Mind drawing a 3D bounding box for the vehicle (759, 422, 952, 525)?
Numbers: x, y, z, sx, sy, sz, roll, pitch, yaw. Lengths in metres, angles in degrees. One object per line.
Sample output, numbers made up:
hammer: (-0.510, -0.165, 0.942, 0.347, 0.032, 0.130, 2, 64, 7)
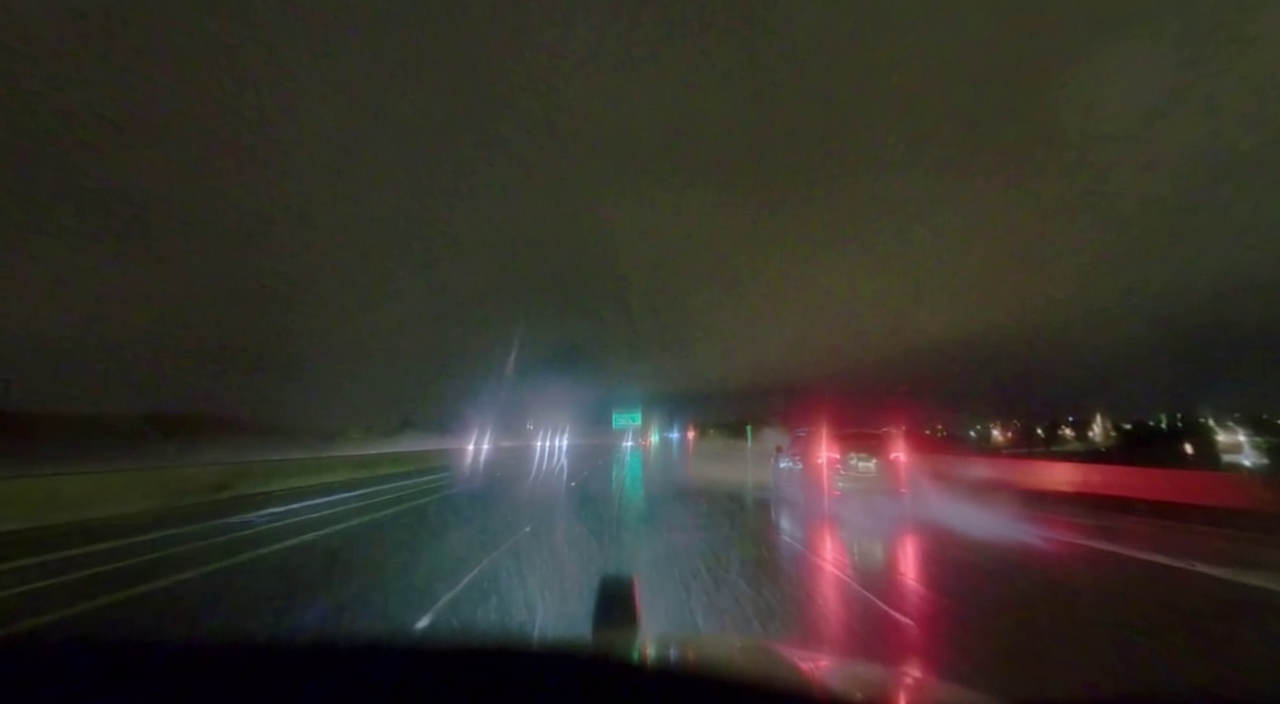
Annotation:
vehicle: (3.533, 2.042, 11.208, 1.946, 1.481, 3.969, 0, -8, -1)
